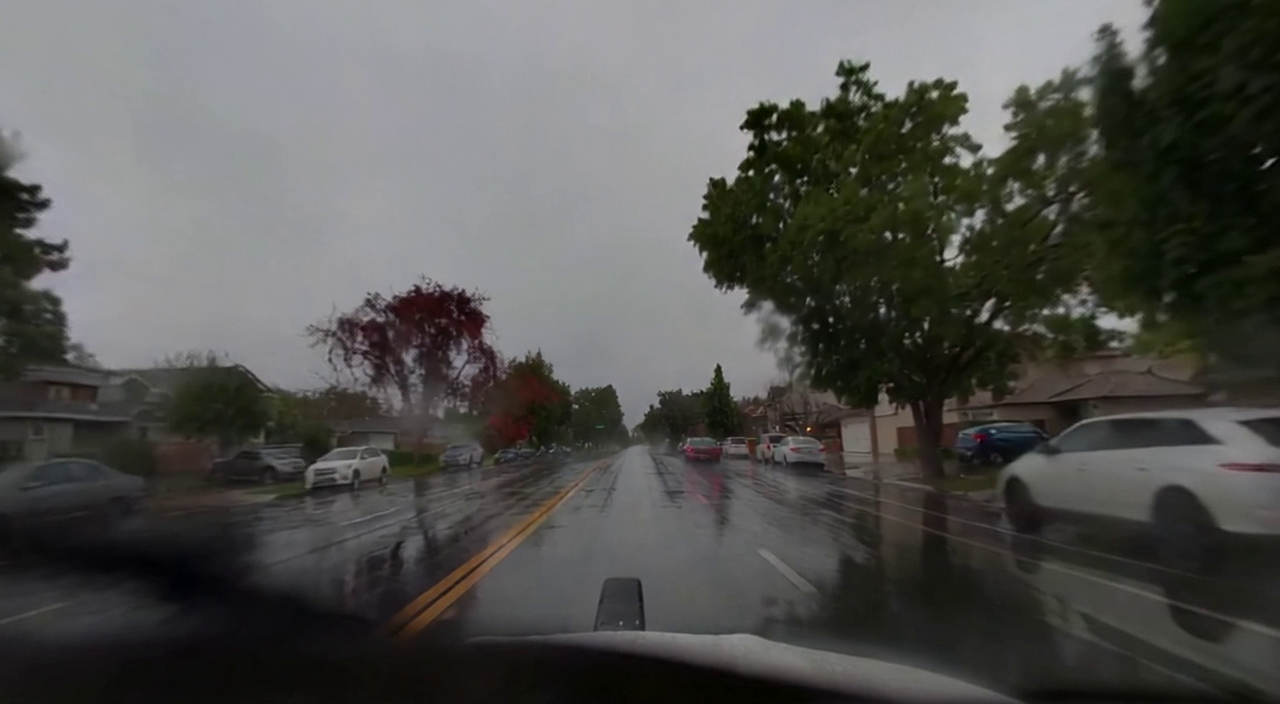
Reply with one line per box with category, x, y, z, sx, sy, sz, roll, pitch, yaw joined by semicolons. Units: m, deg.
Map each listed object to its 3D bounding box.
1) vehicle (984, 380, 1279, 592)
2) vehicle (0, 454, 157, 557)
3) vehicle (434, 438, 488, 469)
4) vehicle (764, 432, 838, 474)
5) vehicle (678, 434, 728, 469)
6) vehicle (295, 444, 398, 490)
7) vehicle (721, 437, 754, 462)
vehicle;7.570;1.659;8.426;2.175;2.157;6.330;0;-8;-2
vehicle;-11.308;2.646;11.141;1.916;1.612;4.700;0;-8;-1
vehicle;-11.545;6.578;41.149;2.181;1.920;4.570;0;-8;0
vehicle;7.525;4.784;30.161;2.071;1.793;5.072;0;-8;-1
vehicle;3.075;4.970;31.793;1.951;1.620;4.582;0;-8;-1
vehicle;-11.548;4.526;25.291;1.953;1.649;4.648;0;-8;-1
vehicle;7.620;7.655;49.791;1.873;1.867;4.673;0;-8;0
